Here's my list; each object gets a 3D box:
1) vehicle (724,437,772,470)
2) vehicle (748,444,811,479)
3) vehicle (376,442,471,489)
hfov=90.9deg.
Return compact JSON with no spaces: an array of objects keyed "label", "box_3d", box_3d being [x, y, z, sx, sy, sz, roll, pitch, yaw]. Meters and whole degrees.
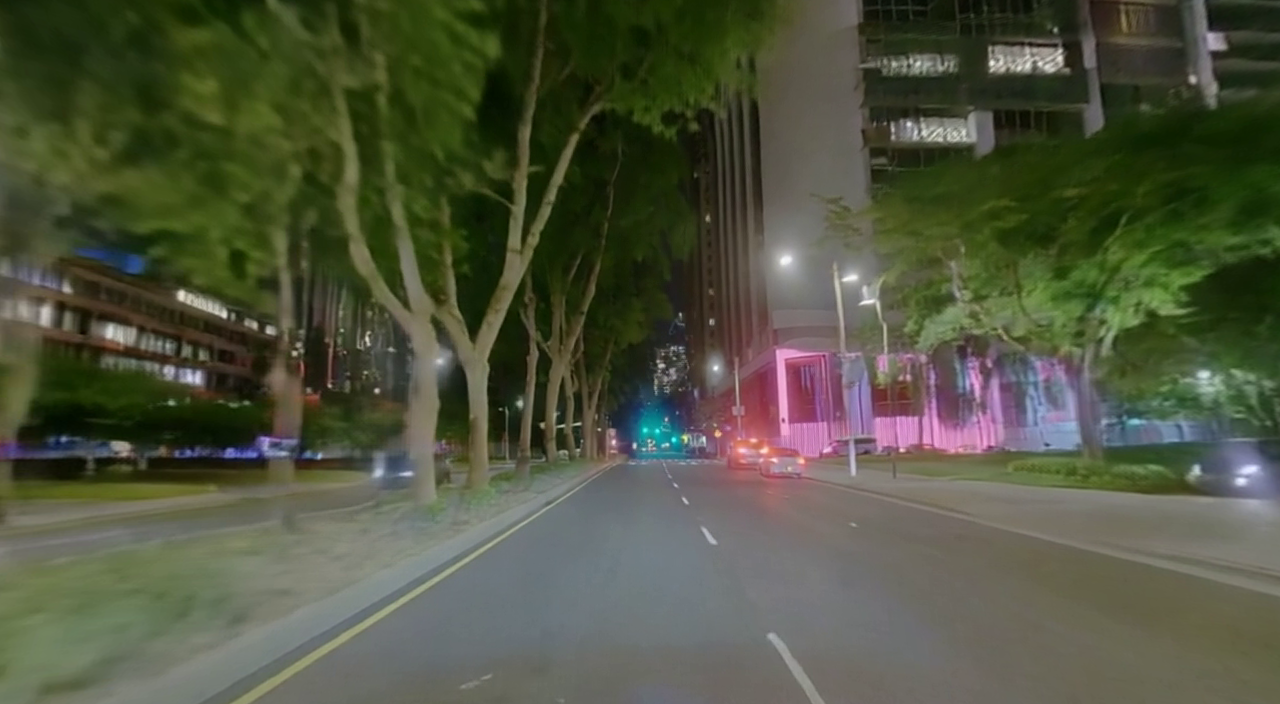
[{"label":"vehicle","box_3d":[6.456,6.145,38.304,2.045,1.890,4.876,0,-8,0]},{"label":"vehicle","box_3d":[6.464,5.124,29.768,1.948,1.511,4.623,0,-8,1]},{"label":"vehicle","box_3d":[-8.184,4.313,24.303,1.982,1.608,4.519,0,-8,1]}]
